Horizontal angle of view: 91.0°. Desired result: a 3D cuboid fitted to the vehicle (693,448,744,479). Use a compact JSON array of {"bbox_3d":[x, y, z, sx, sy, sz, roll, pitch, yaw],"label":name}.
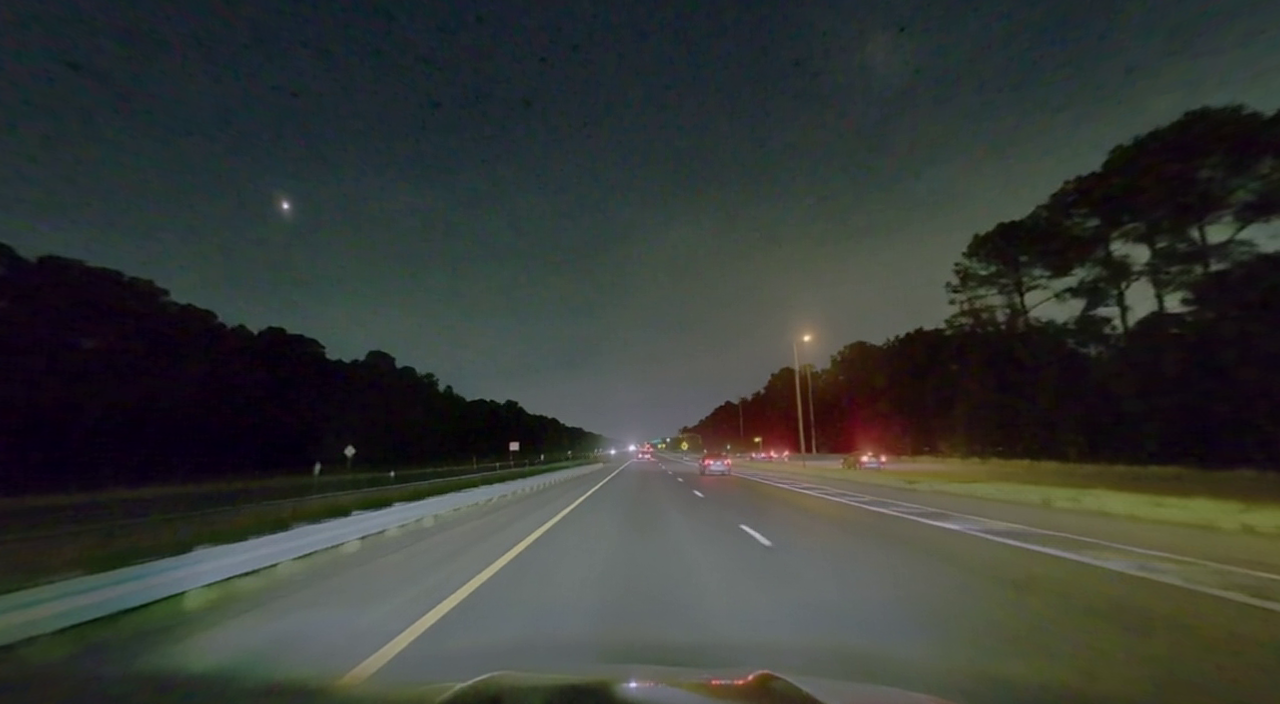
[{"bbox_3d":[4.151,5.962,33.939,2.115,1.522,4.330,0,-9,-1],"label":"vehicle"}]
